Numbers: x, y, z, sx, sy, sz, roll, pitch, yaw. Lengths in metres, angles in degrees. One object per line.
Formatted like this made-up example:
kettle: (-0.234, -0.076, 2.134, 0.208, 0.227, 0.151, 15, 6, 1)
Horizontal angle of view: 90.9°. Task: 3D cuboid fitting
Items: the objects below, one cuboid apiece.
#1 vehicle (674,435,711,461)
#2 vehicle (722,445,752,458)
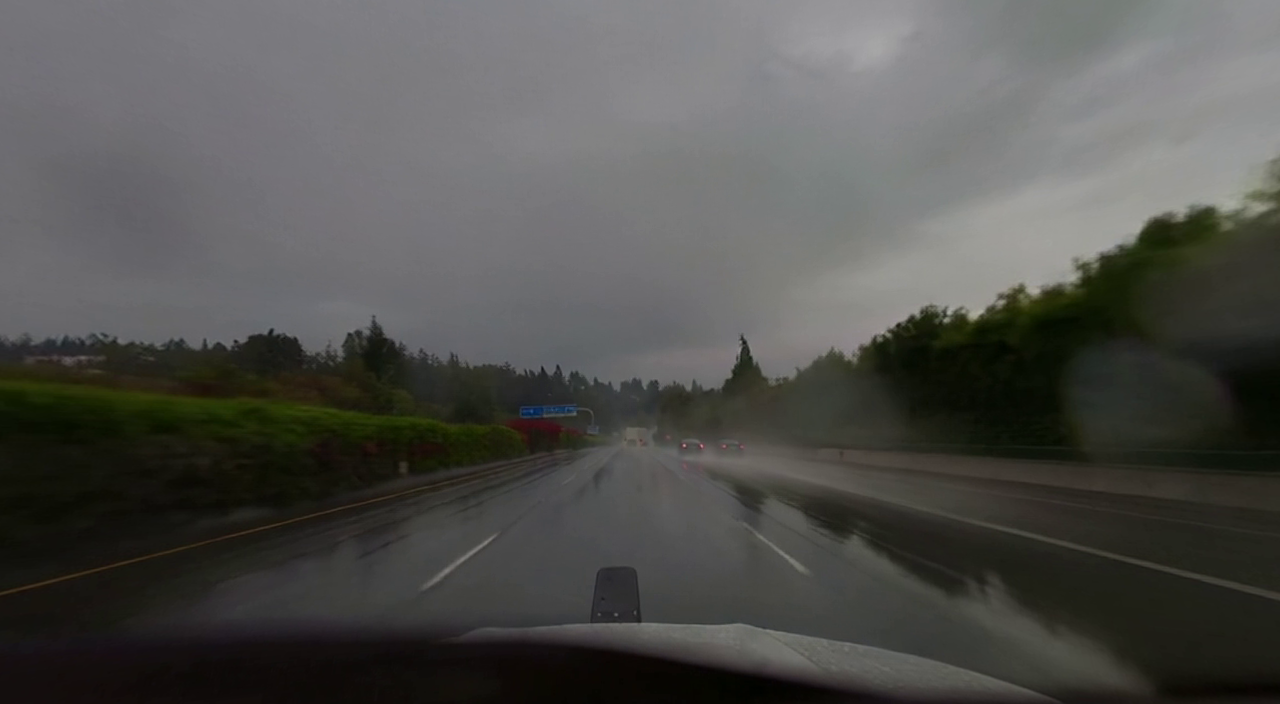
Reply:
vehicle: (3.194, 5.943, 39.206, 1.819, 1.468, 3.770, 0, -8, -3)
vehicle: (6.836, 7.020, 44.546, 1.535, 0.862, 2.814, 0, -8, -4)
